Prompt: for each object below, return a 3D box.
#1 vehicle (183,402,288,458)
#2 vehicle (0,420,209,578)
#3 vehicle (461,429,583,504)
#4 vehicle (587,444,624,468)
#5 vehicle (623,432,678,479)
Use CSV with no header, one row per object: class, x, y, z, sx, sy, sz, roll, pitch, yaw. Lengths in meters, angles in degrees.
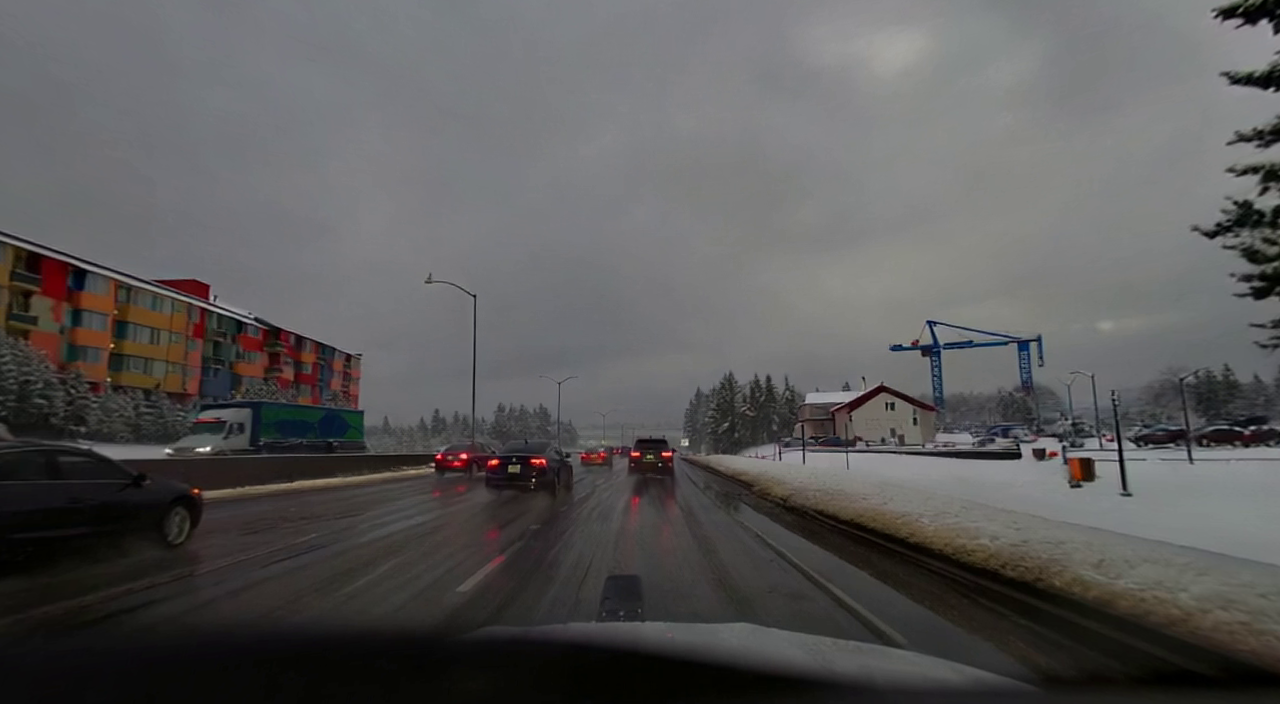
vehicle,-29.497,5.813,46.383,2.979,3.846,6.663,0,-8,2
vehicle,-7.022,1.459,6.463,1.959,1.486,4.460,0,-8,1
vehicle,-2.863,2.917,16.481,2.109,1.657,4.554,0,-8,2
vehicle,-2.268,6.957,42.316,2.029,1.497,3.960,0,-8,4
vehicle,0.474,4.266,26.245,2.116,1.763,4.352,0,-8,2
